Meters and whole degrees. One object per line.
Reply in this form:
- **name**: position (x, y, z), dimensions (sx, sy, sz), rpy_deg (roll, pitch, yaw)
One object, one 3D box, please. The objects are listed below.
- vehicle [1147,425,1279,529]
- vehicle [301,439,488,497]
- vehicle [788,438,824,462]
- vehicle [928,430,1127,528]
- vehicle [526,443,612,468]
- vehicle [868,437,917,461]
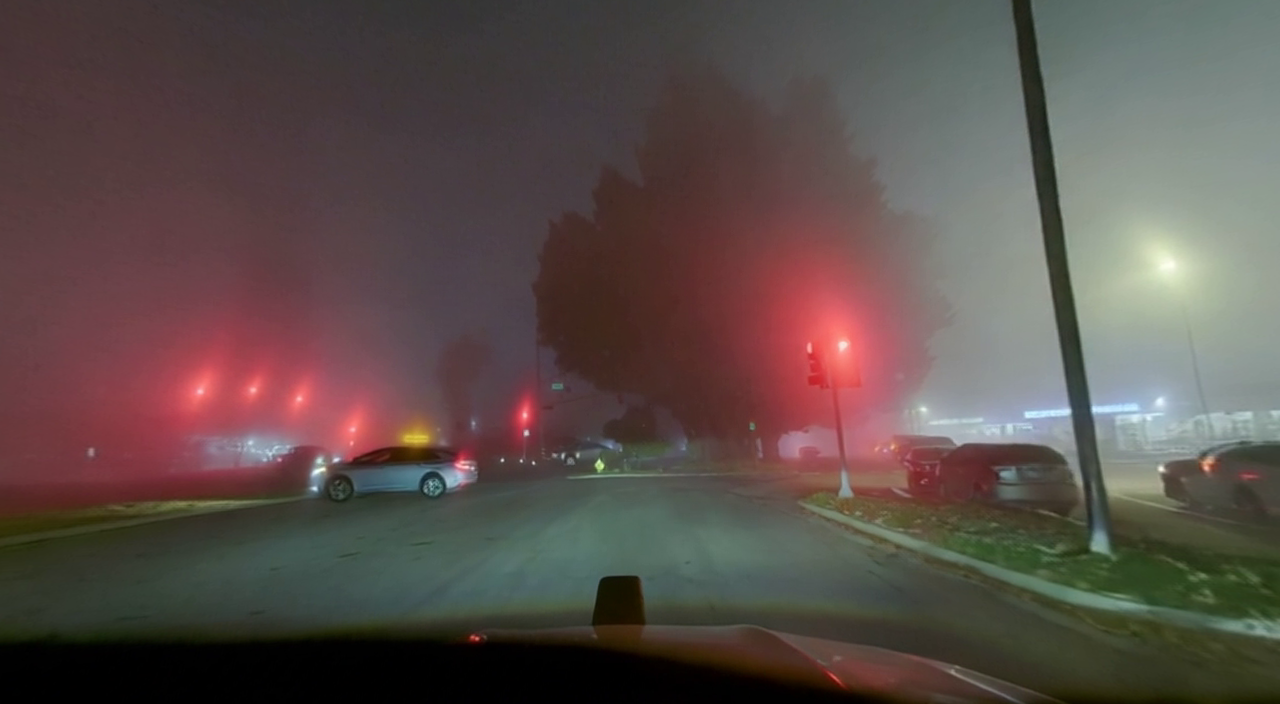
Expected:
- **vehicle**: position (11.336, 2.130, 11.162), dimensions (2.031, 1.592, 4.470), rpy_deg (-3, -9, 16)
- **vehicle**: position (-6.626, 3.165, 17.386), dimensions (4.376, 1.476, 1.791), rpy_deg (-1, -8, 2)
- **vehicle**: position (11.316, 6.738, 43.417), dimensions (2.061, 1.519, 4.794), rpy_deg (-2, -9, 11)
- **vehicle**: position (7.035, 2.301, 12.098), dimensions (1.867, 1.479, 4.452), rpy_deg (-2, -9, 13)
- **vehicle**: position (-4.362, 6.385, 39.052), dimensions (4.792, 1.468, 2.116), rpy_deg (-2, -9, 14)
- **vehicle**: position (16.517, 6.364, 41.510), dimensions (1.951, 1.491, 4.359), rpy_deg (-1, -9, 8)
